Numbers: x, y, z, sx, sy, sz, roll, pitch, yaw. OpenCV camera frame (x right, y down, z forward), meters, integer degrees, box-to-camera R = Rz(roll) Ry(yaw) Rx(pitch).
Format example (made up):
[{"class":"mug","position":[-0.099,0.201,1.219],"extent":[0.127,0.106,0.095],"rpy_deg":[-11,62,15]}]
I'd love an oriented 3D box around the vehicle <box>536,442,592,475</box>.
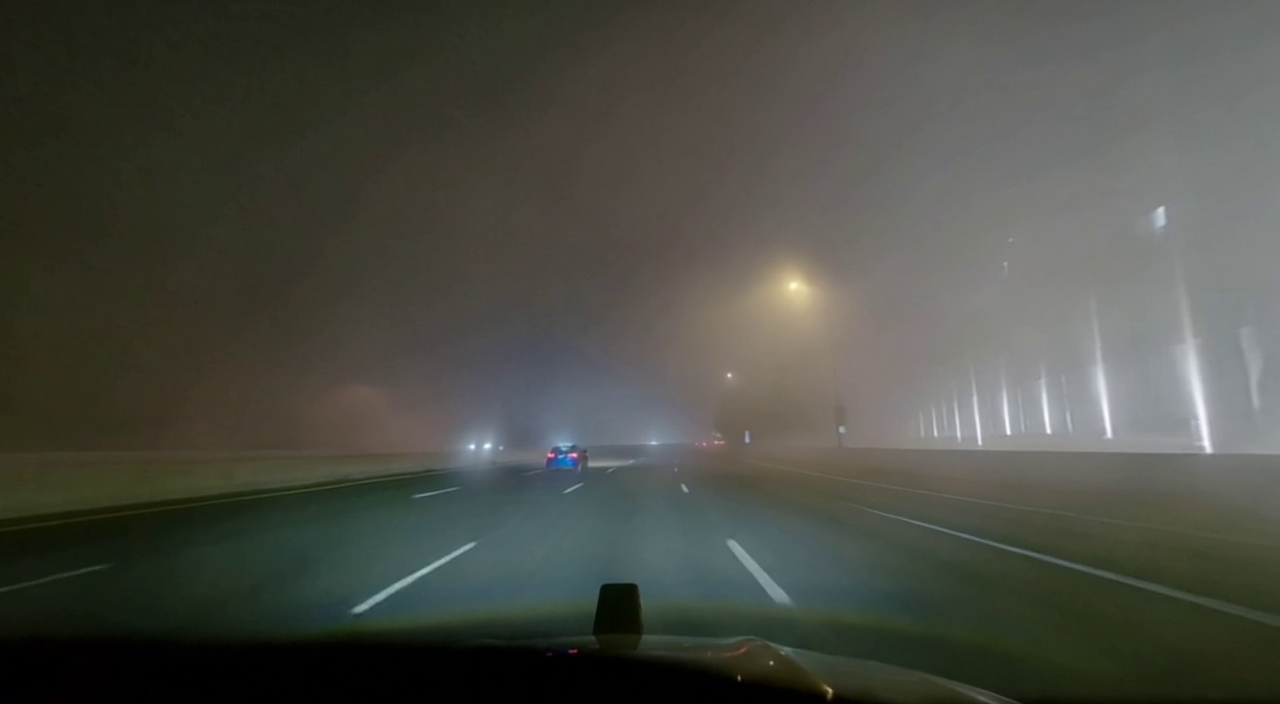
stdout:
[{"class":"vehicle","position":[-3.761,5.368,32.110],"extent":[2.087,1.566,4.756],"rpy_deg":[0,-9,2]}]
